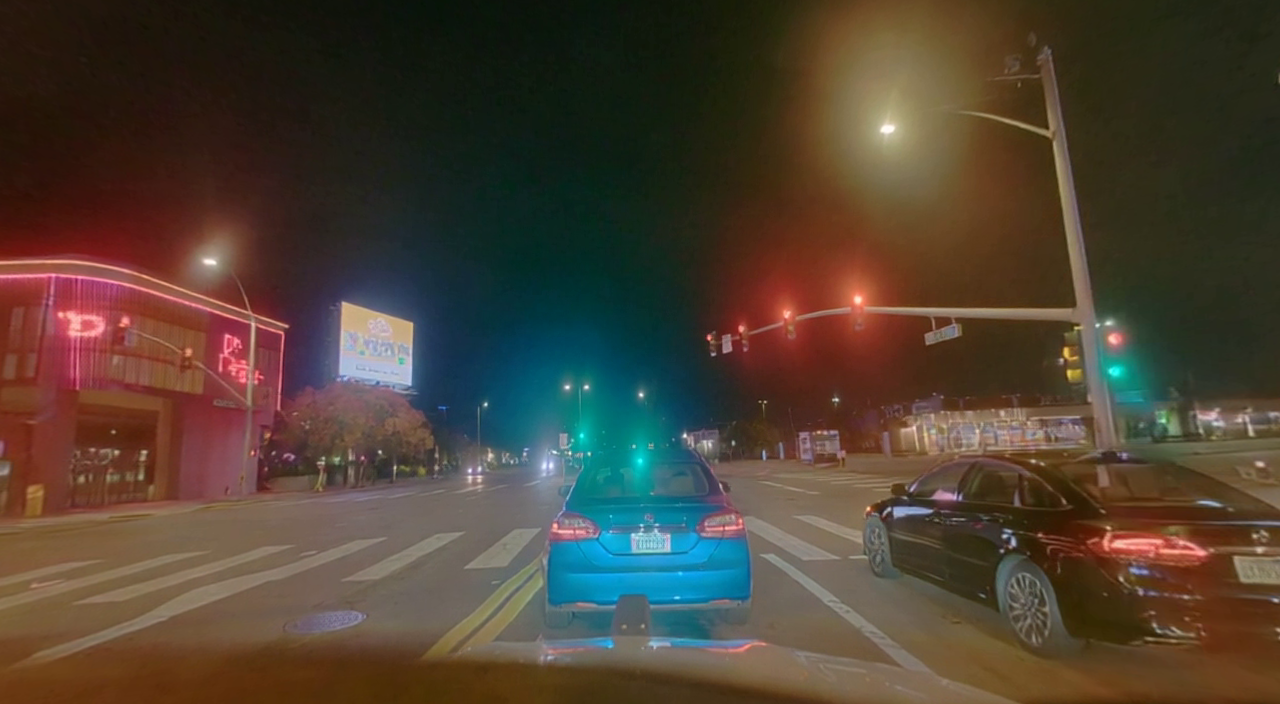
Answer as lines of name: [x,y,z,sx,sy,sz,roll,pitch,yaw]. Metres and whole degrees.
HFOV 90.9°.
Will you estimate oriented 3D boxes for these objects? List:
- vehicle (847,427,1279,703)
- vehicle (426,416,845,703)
vehicle: [3.353,1.387,5.116,1.860,1.430,4.089,0,-8,-1]
vehicle: [-0.064,1.373,5.266,2.094,1.481,4.078,0,-8,-1]
